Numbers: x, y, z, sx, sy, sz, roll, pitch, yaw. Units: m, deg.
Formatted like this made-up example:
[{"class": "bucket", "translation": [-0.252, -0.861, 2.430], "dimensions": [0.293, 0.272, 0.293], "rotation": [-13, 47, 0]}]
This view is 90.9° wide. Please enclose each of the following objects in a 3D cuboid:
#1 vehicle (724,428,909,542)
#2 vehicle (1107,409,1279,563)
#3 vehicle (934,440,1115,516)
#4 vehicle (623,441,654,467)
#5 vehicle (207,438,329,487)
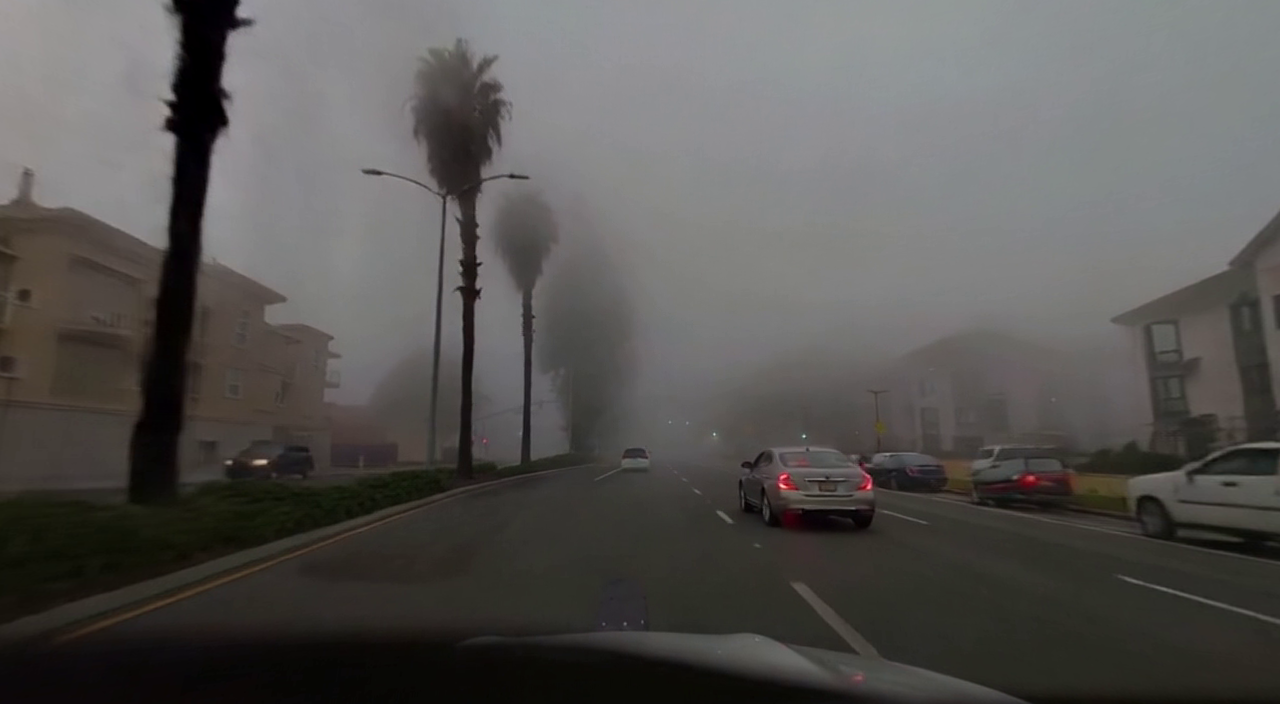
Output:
[{"class": "vehicle", "translation": [2.846, 2.251, 11.324], "dimensions": [2.009, 1.639, 4.267], "rotation": [0, -9, -1]}, {"class": "vehicle", "translation": [9.954, 1.798, 8.425], "dimensions": [2.618, 2.048, 6.195], "rotation": [0, -9, 0]}, {"class": "vehicle", "translation": [10.125, 3.307, 17.150], "dimensions": [1.982, 1.766, 4.555], "rotation": [0, -9, -1]}, {"class": "vehicle", "translation": [-0.067, 7.254, 44.958], "dimensions": [2.087, 1.709, 4.076], "rotation": [0, -9, 1]}, {"class": "vehicle", "translation": [-15.549, 4.625, 26.741], "dimensions": [2.180, 1.830, 4.924], "rotation": [0, -9, -1]}]
